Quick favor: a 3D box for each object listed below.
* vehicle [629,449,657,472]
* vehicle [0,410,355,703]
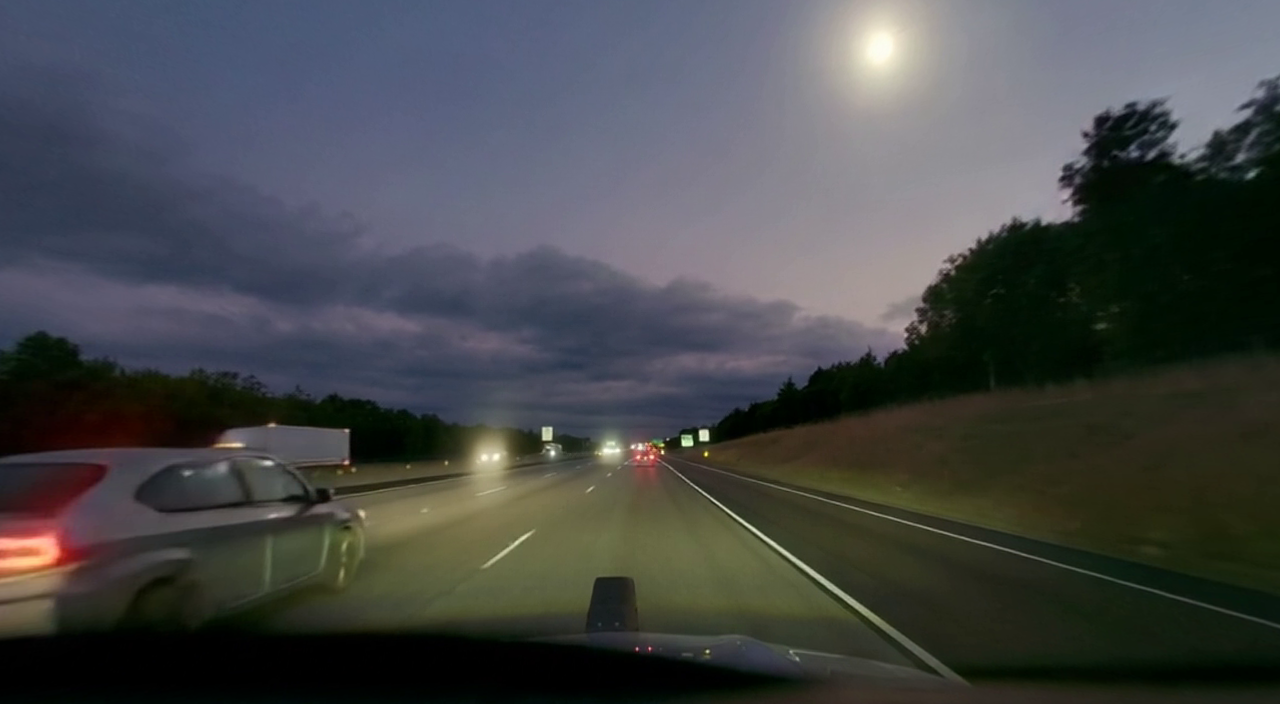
[{"bbox_3d":[0.203,7.475,43.728,1.908,1.515,3.871,0,-9,0],"label":"vehicle"},{"bbox_3d":[-3.712,1.194,3.897,1.978,1.498,4.080,0,-9,0],"label":"vehicle"}]
